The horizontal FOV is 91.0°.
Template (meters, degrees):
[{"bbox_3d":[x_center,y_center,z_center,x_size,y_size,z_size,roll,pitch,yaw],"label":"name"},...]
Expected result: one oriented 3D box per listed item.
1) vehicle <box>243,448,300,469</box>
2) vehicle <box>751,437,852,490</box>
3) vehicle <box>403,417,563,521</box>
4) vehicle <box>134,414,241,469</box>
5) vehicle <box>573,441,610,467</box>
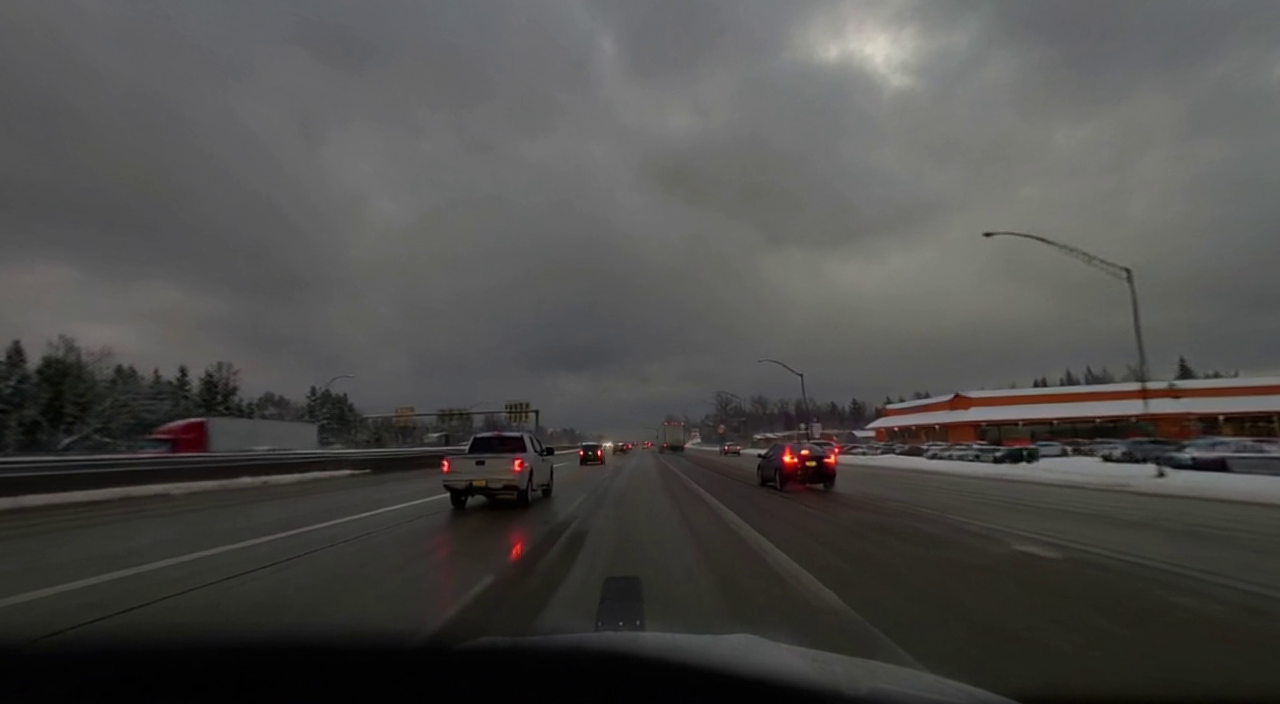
[{"bbox_3d":[-27.219,7.858,46.602,1.709,1.503,3.892,0,-9,3],"label":"vehicle"},{"bbox_3d":[5.016,3.518,20.225,1.980,1.501,4.433,0,-9,-1],"label":"vehicle"},{"bbox_3d":[-3.040,2.397,13.379,2.130,1.799,4.583,0,-9,1],"label":"vehicle"},{"bbox_3d":[-33.901,6.737,47.485,3.197,3.832,6.015,0,-9,2],"label":"vehicle"},{"bbox_3d":[-2.941,6.352,39.230,1.929,1.521,4.097,0,-9,1],"label":"vehicle"}]
